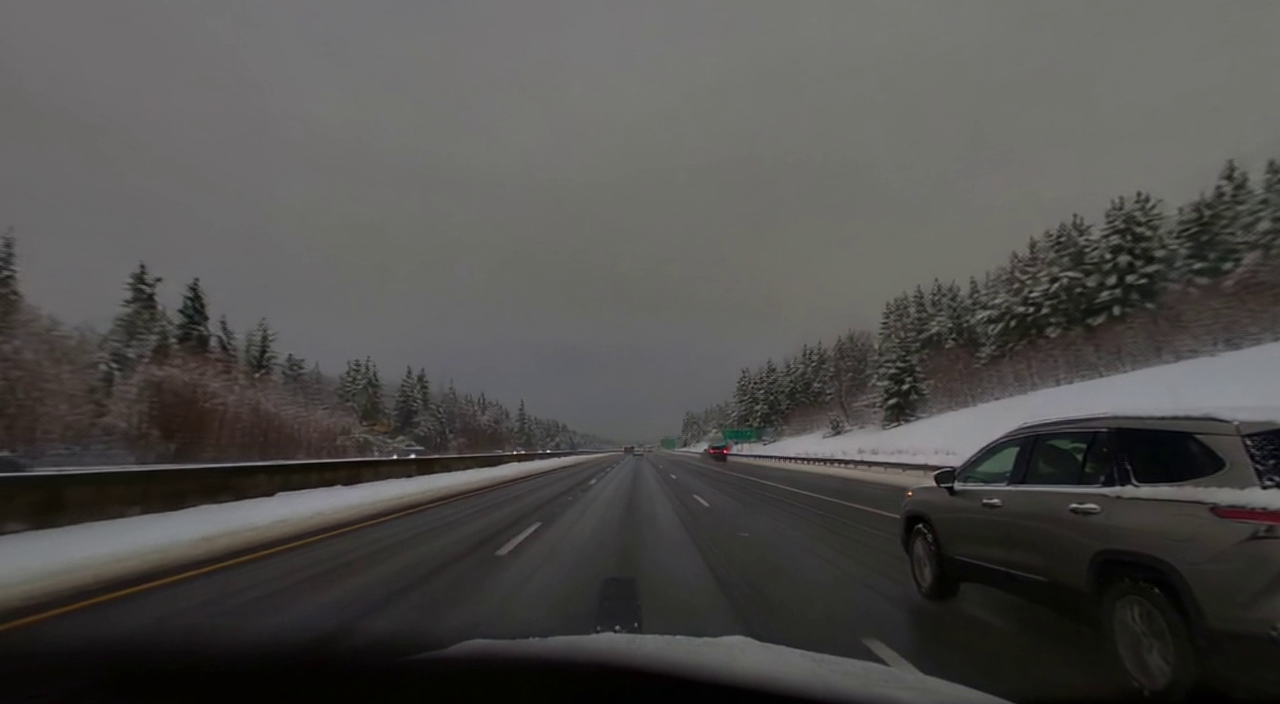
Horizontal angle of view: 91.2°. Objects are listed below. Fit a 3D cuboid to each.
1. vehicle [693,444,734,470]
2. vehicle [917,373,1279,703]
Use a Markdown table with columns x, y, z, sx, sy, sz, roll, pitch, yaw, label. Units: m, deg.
| x | y | z | sx | sy | sz | roll | pitch | yaw | label |
| --- | --- | --- | --- | --- | --- | --- | --- | --- | --- |
| 4.973 | 7.178 | 43.015 | 2.006 | 1.652 | 4.417 | 0 | -9 | -3 | vehicle |
| 3.430 | 1.113 | 3.506 | 1.784 | 1.733 | 4.141 | 0 | -9 | -1 | vehicle |
